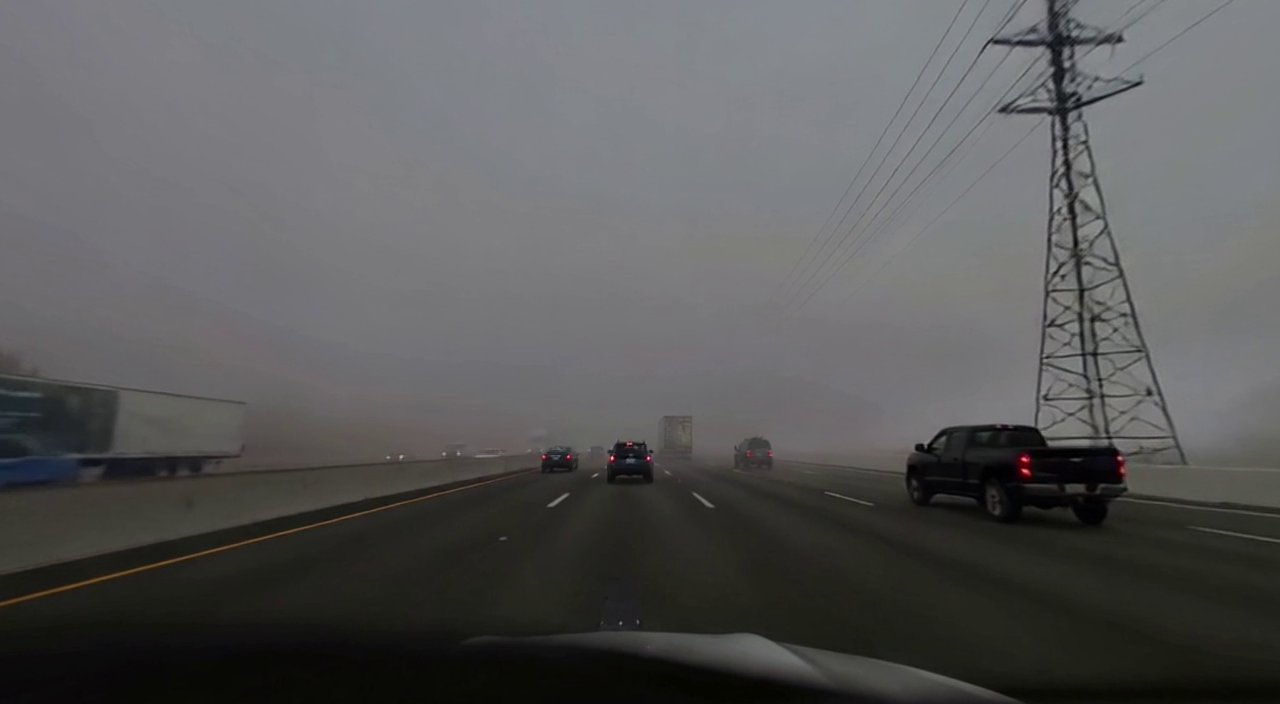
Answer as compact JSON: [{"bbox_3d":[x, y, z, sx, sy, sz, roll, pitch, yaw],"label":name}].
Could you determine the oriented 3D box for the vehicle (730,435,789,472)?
[{"bbox_3d":[6.916,5.969,37.187,2.302,1.973,5.502,0,-9,-1],"label":"vehicle"}]

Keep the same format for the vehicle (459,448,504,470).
[{"bbox_3d":[-11.046,7.478,44.409,1.877,1.457,4.546,0,-9,1],"label":"vehicle"}]

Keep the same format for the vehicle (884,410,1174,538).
[{"bbox_3d":[6.757,2.196,11.970,2.086,1.862,5.232,0,-9,-1],"label":"vehicle"}]

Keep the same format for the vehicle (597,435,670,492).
[{"bbox_3d":[-0.228,3.669,21.070,2.191,1.685,4.015,0,-9,-1],"label":"vehicle"}]

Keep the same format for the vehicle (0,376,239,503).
[{"bbox_3d":[-20.513,3.322,23.411,2.868,3.748,12.679,0,-9,0],"label":"vehicle"}]

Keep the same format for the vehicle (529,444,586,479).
[{"bbox_3d":[-3.785,5.106,29.743,2.025,1.498,4.675,0,-9,0],"label":"vehicle"}]
